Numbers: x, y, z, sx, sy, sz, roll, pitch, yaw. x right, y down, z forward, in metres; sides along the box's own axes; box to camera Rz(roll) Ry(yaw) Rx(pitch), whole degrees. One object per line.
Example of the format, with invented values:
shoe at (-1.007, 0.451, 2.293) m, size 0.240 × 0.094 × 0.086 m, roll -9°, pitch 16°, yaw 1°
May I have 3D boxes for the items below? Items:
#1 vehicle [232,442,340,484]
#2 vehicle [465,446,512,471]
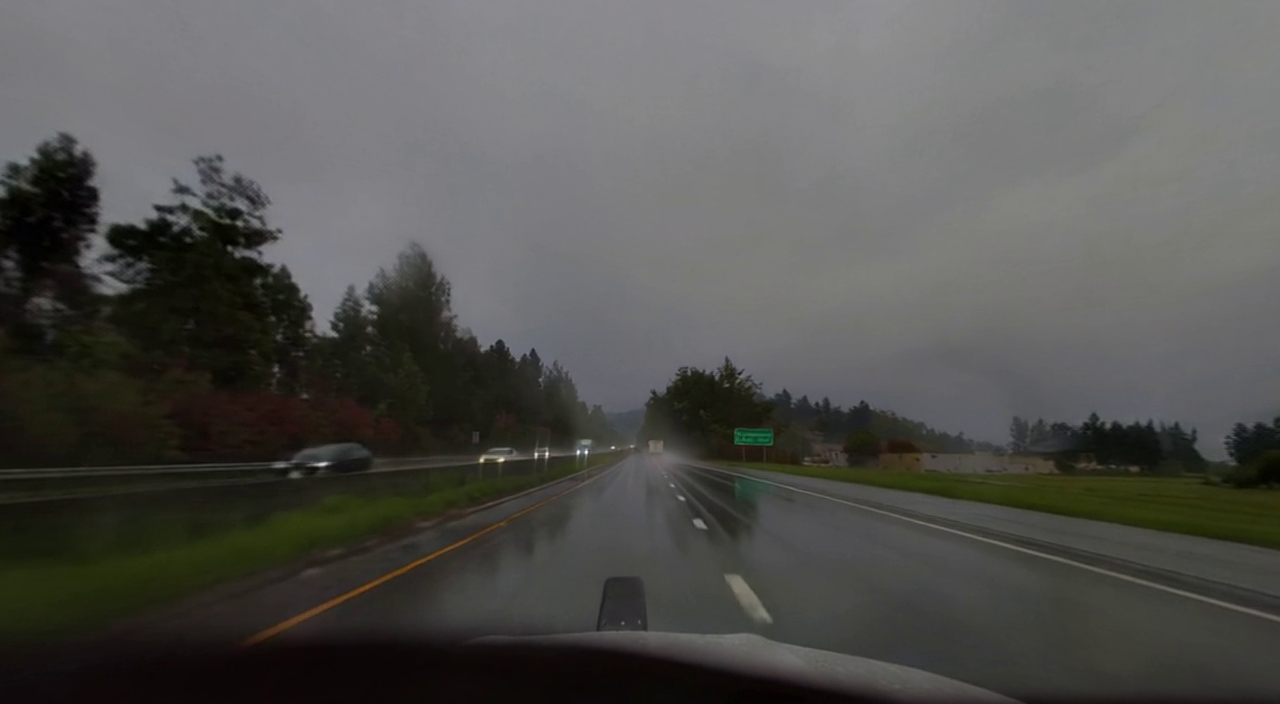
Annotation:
vehicle at (-13.386, 4.209, 24.112) m, size 1.873 × 1.466 × 3.722 m, roll 0°, pitch -9°, yaw 1°
vehicle at (-9.605, 6.777, 40.284) m, size 1.898 × 1.473 × 4.010 m, roll 0°, pitch -9°, yaw 1°
